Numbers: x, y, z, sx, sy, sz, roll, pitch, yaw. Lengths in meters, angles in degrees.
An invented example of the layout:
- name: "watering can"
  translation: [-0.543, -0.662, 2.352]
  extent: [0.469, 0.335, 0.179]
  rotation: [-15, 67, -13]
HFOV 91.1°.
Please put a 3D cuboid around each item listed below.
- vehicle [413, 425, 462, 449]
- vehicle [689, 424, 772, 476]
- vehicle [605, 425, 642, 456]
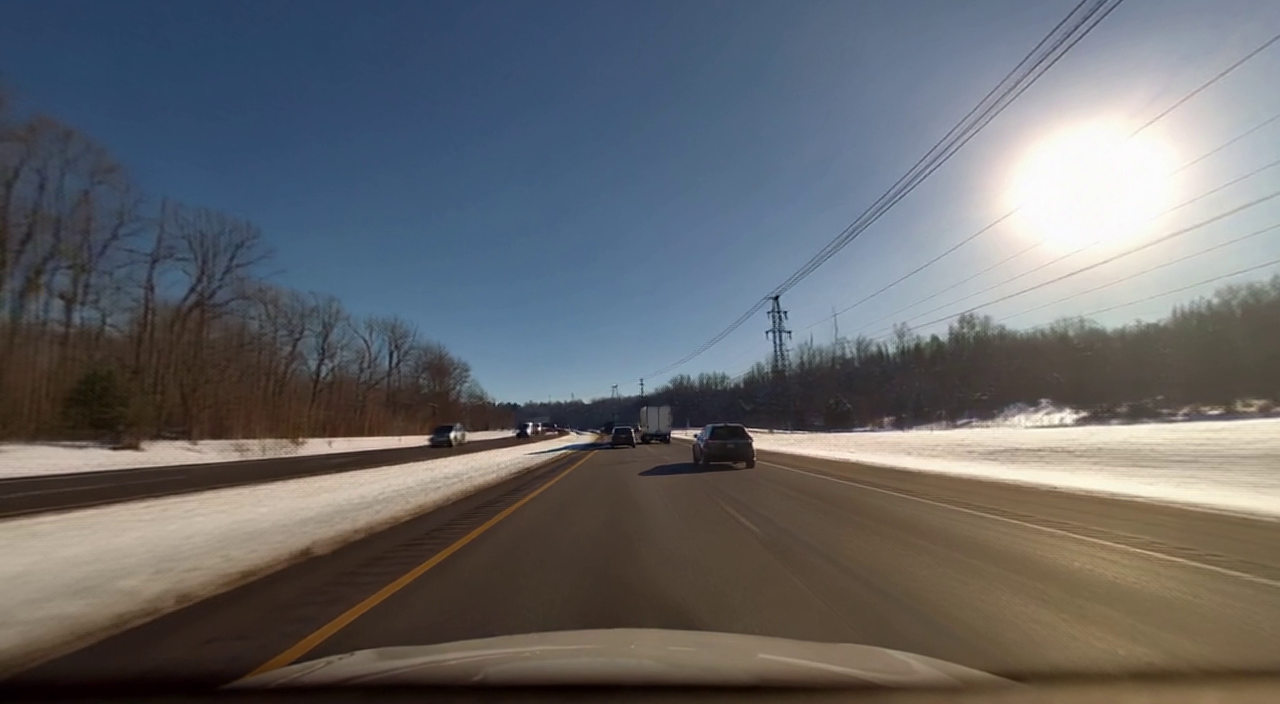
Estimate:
- name: "vehicle"
  translation: [-13.098, 5.561, 40.950]
  extent: [1.815, 1.475, 4.344]
  rotation: [0, -8, -2]
- name: "vehicle"
  translation: [2.956, 3.293, 21.391]
  extent: [2.062, 1.581, 3.914]
  rotation: [0, -8, -3]
- name: "vehicle"
  translation: [-0.930, 5.059, 36.039]
  extent: [2.019, 1.642, 3.790]
  rotation: [0, -8, -1]
